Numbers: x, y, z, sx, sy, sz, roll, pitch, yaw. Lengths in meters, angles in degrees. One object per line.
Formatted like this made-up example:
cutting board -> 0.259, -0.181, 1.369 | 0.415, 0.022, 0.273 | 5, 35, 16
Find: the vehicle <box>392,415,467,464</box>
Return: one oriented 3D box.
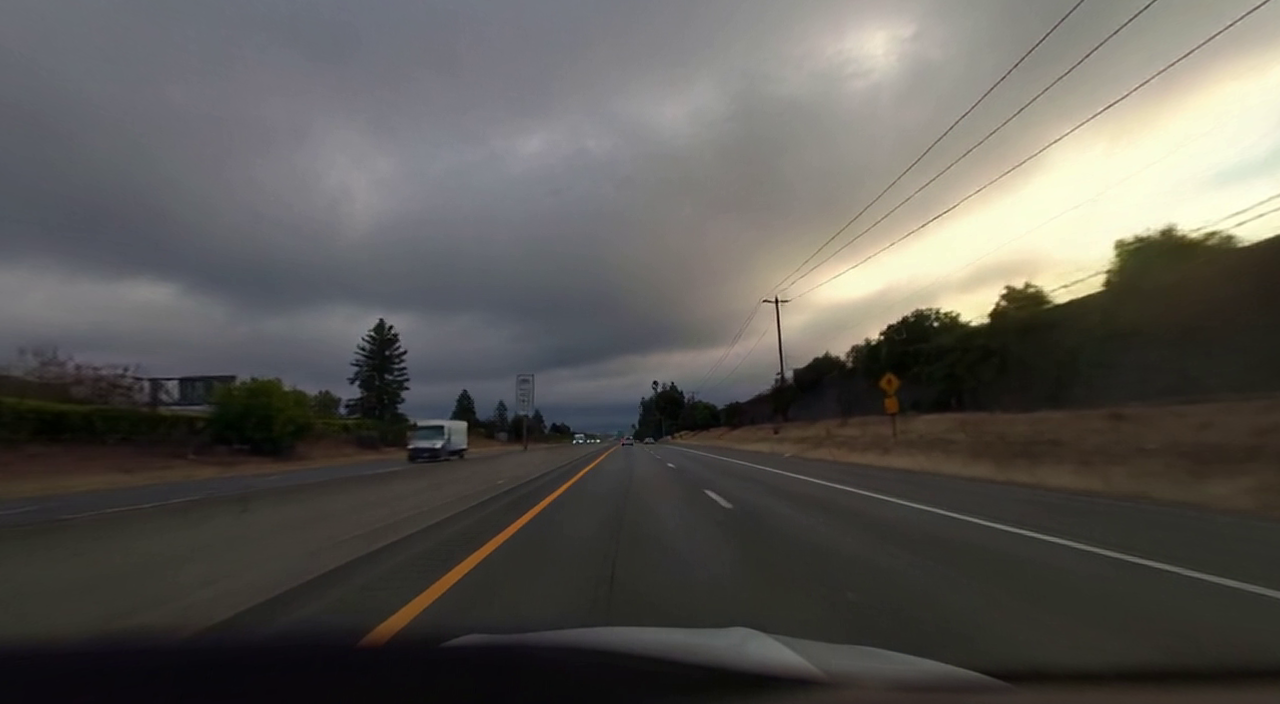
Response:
vehicle -> -13.509, 5.702, 41.057 | 2.579, 2.887, 6.759 | 0, -8, 0
